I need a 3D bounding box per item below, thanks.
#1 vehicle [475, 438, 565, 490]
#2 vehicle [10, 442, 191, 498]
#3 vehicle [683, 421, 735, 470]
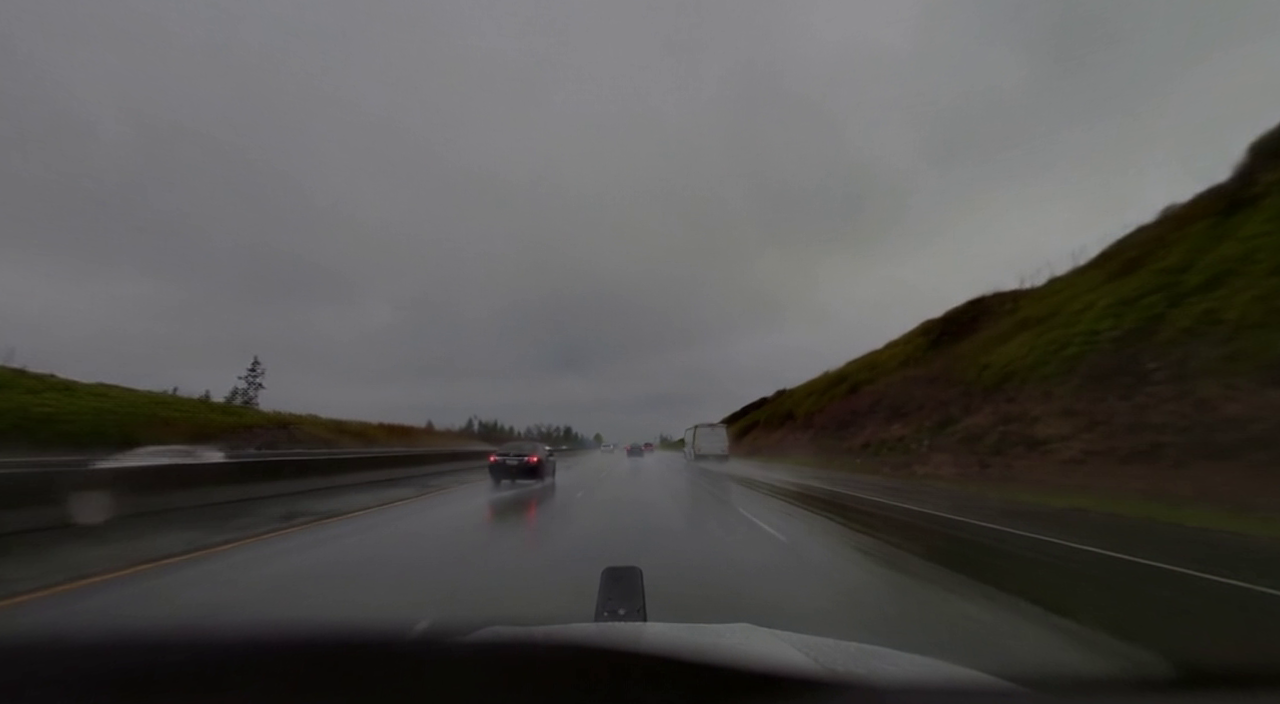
[{"bbox_3d":[-3.801,3.658,20.831,2.054,1.529,4.368,0,-9,1],"label":"vehicle"},{"bbox_3d":[-15.394,3.361,18.334,1.596,1.414,4.176,0,-9,-1],"label":"vehicle"},{"bbox_3d":[3.976,5.600,37.532,2.361,2.636,5.684,0,-9,-1],"label":"vehicle"}]
